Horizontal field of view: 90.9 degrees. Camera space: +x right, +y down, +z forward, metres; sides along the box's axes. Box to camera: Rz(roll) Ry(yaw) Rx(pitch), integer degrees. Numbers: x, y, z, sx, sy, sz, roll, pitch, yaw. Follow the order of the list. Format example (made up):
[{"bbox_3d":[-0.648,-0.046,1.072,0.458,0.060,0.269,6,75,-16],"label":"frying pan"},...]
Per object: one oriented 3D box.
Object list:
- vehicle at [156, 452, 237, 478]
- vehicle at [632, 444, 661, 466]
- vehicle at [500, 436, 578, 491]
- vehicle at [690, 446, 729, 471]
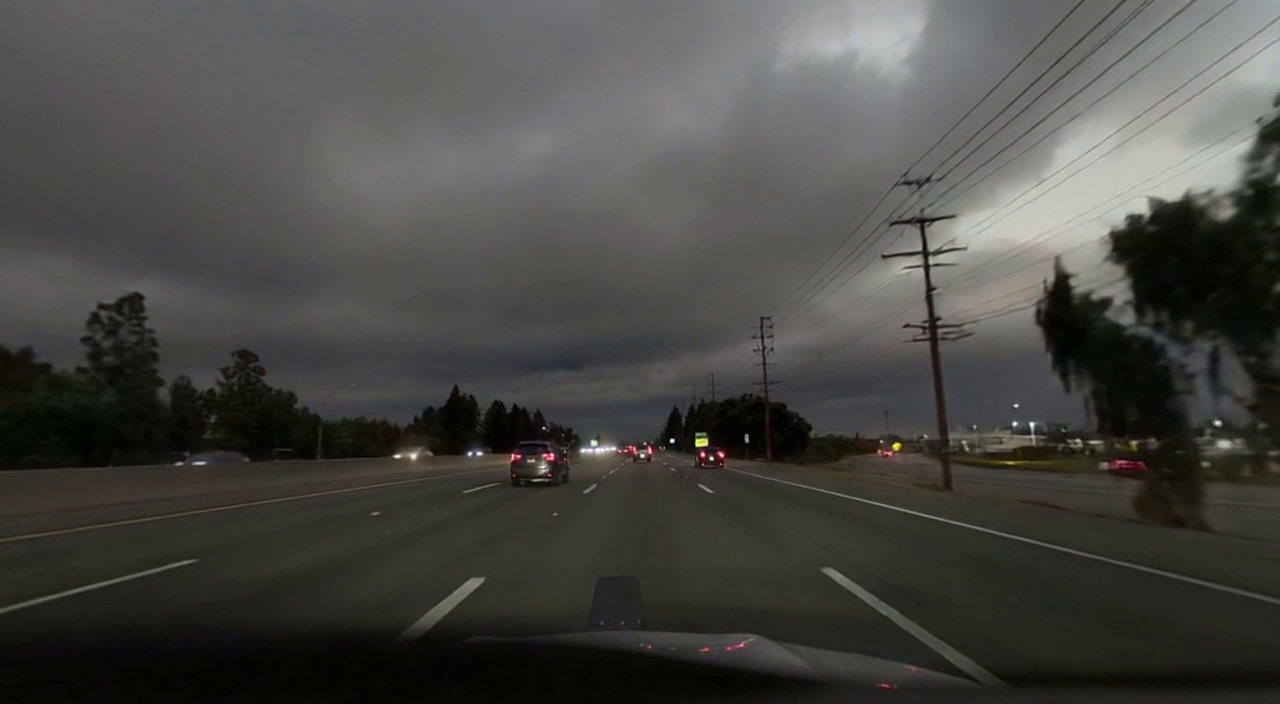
[{"bbox_3d":[-28.781,7.318,41.116,1.862,1.515,4.643,0,-9,1],"label":"vehicle"},{"bbox_3d":[0.476,7.976,48.962,2.156,1.647,3.987,0,-9,0],"label":"vehicle"},{"bbox_3d":[-3.399,3.845,22.027,1.961,1.704,4.052,0,-9,1],"label":"vehicle"},{"bbox_3d":[4.385,6.738,40.205,1.964,1.479,4.252,0,-9,-1],"label":"vehicle"}]
